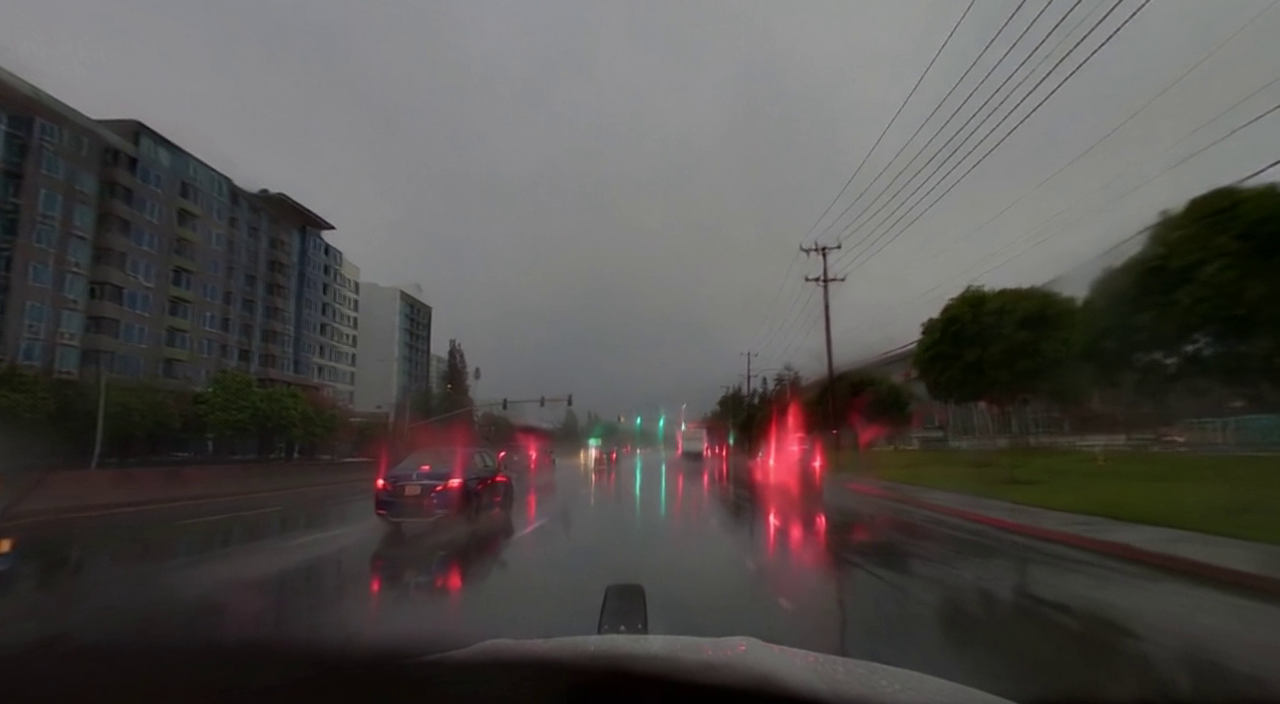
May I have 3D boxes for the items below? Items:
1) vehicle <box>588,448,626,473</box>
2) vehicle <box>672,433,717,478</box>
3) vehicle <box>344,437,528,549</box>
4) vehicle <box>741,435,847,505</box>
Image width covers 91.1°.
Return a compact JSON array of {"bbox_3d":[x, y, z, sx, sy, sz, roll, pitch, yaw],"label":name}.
[{"bbox_3d":[-2.097,7.025,40.937,1.984,1.567,4.311,-1,-9,4],"label":"vehicle"},{"bbox_3d":[3.278,6.077,37.142,2.457,2.440,5.486,-1,-9,6],"label":"vehicle"},{"bbox_3d":[-3.371,2.380,11.260,1.934,1.643,3.718,0,-9,2],"label":"vehicle"},{"bbox_3d":[4.659,3.635,19.806,2.283,1.923,4.427,0,-9,1],"label":"vehicle"}]
